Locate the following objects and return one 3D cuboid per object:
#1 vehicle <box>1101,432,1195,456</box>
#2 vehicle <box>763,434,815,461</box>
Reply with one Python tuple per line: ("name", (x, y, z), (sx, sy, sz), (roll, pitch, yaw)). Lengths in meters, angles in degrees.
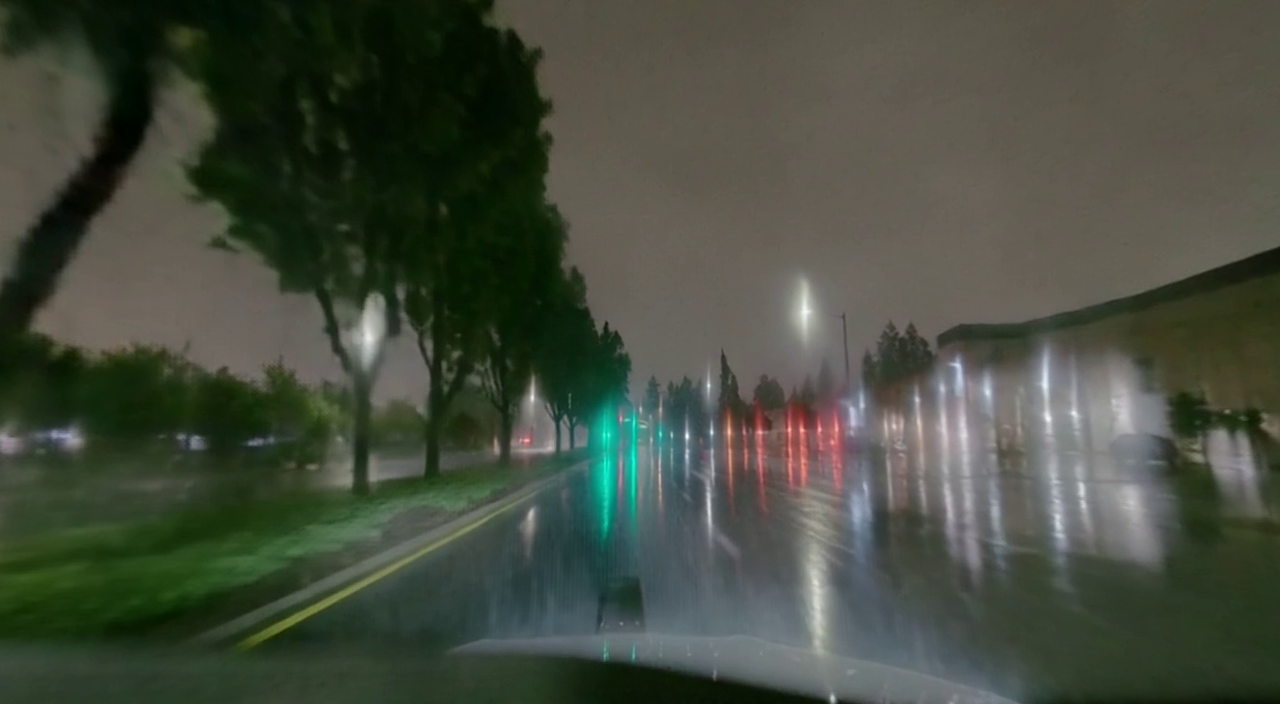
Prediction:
("vehicle", (31.744, 5.763, 39.566), (4.064, 1.457, 1.999), (0, -9, 3))
("vehicle", (9.343, 6.055, 40.025), (1.981, 1.557, 4.456), (0, -8, -3))
